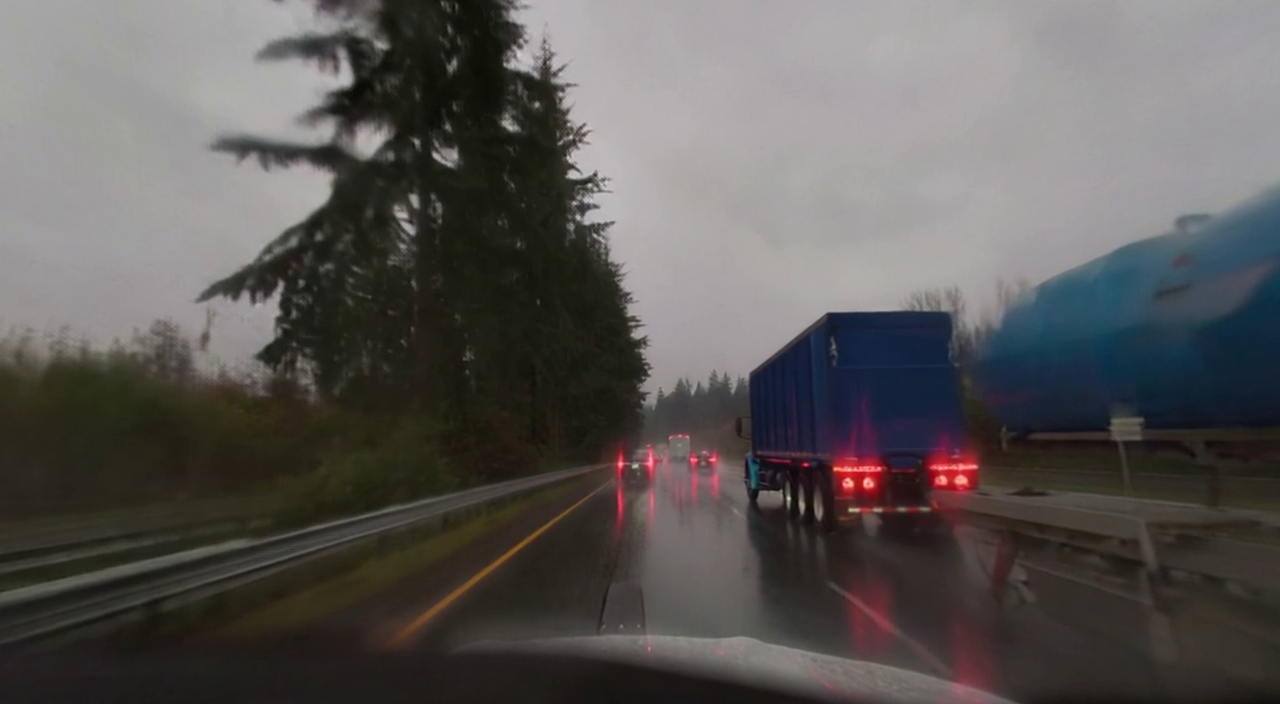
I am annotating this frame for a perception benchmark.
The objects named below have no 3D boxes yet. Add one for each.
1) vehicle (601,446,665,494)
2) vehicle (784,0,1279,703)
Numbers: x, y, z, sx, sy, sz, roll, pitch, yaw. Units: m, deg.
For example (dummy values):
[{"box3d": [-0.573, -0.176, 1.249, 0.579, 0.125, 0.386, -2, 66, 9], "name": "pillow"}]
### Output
[{"box3d": [-0.201, 4.009, 21.764, 2.003, 1.490, 3.636, 0, -9, 1], "name": "vehicle"}, {"box3d": [3.899, 0.361, 4.925, 2.694, 3.453, 11.641, 0, -9, 0], "name": "vehicle"}]
